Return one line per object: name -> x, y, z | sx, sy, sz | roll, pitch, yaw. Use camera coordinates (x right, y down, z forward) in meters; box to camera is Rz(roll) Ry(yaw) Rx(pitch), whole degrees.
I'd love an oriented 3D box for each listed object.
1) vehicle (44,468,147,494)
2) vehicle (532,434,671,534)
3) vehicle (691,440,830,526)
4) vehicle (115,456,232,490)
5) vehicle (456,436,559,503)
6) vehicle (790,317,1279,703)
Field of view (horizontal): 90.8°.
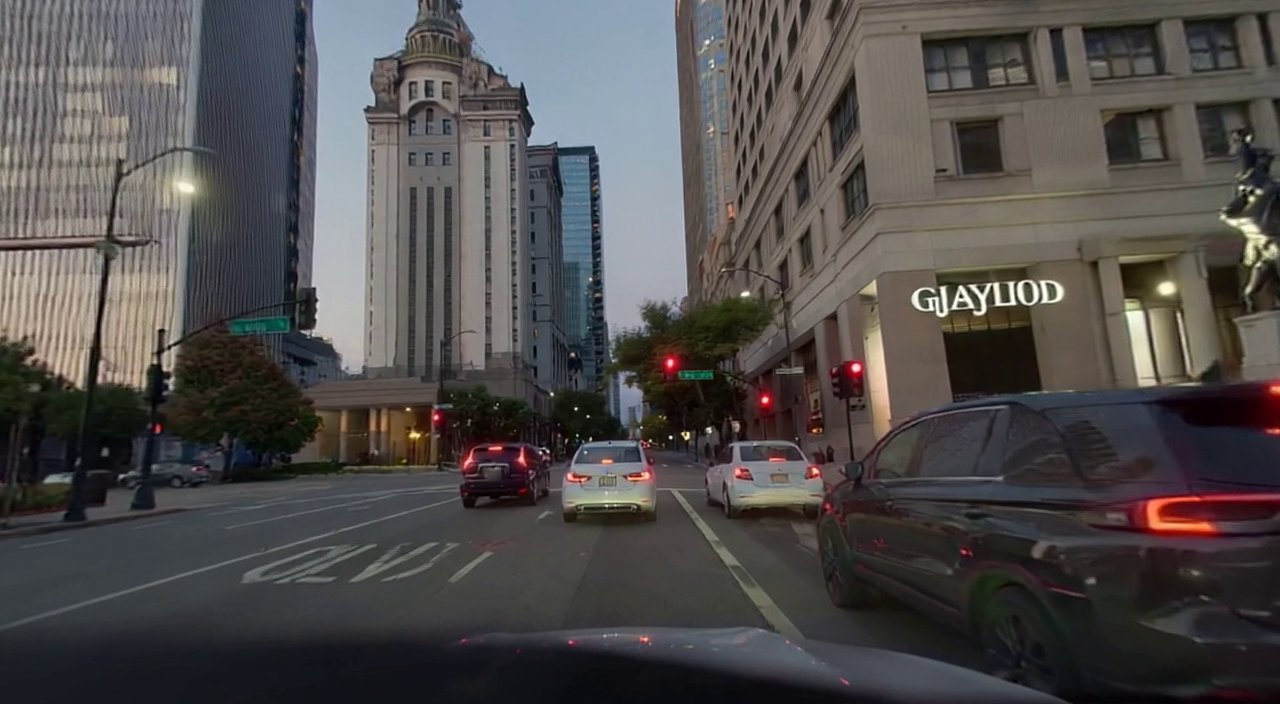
vehicle -> -32.362, 7.640, 37.619 | 4.392, 1.427, 1.764 | 0, -9, -1
vehicle -> -0.610, 2.313, 11.665 | 2.096, 1.492, 4.071 | 0, -9, -1
vehicle -> 2.244, 2.562, 12.989 | 1.943, 1.449, 4.202 | 0, -9, -1
vehicle -> -25.463, 6.600, 34.643 | 4.612, 1.752, 1.953 | 1, -9, -10
vehicle -> -3.578, 3.262, 18.096 | 2.045, 1.633, 4.864 | 0, -9, -2
vehicle -> 2.629, 1.085, 4.251 | 2.096, 1.775, 4.440 | 0, -9, -1
